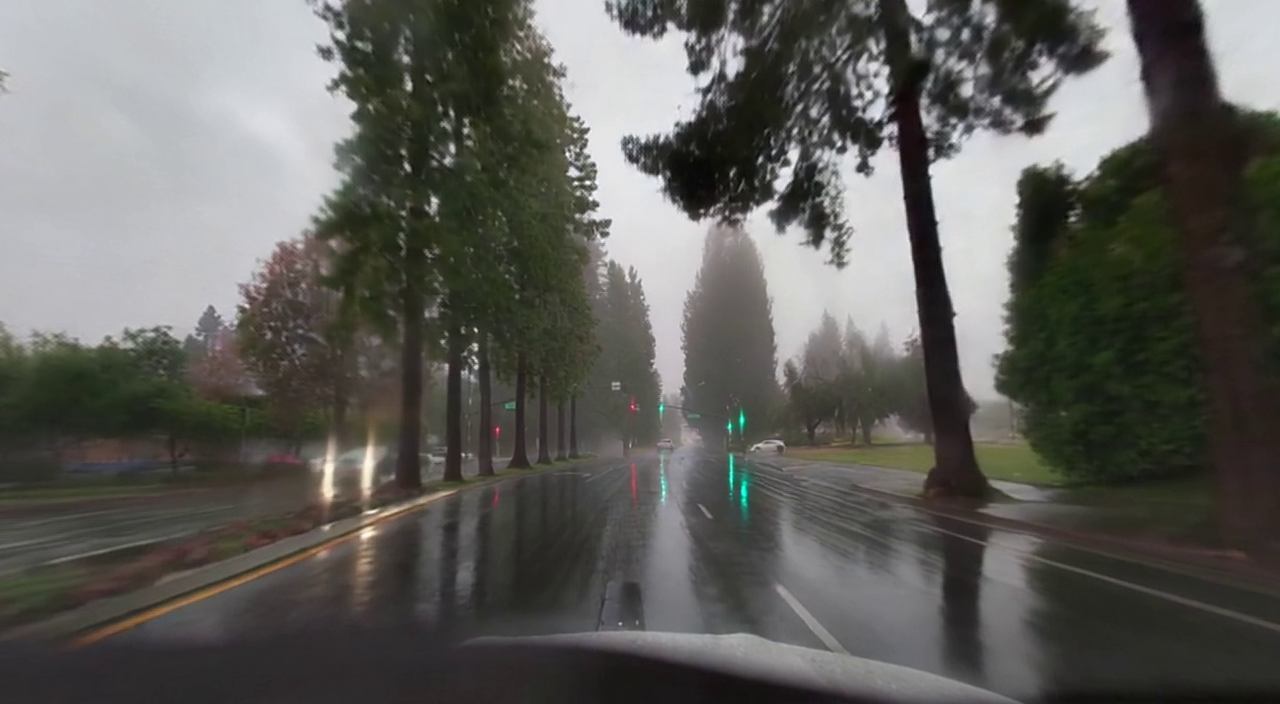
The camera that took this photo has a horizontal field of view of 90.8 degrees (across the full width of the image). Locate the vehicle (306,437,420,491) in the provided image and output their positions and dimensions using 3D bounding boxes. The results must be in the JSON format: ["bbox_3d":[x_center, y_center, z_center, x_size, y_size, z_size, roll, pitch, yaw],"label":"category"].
[{"bbox_3d":[-11.220,4.564,26.142,2.174,1.855,5.452,-3,-9,1],"label":"vehicle"}]
